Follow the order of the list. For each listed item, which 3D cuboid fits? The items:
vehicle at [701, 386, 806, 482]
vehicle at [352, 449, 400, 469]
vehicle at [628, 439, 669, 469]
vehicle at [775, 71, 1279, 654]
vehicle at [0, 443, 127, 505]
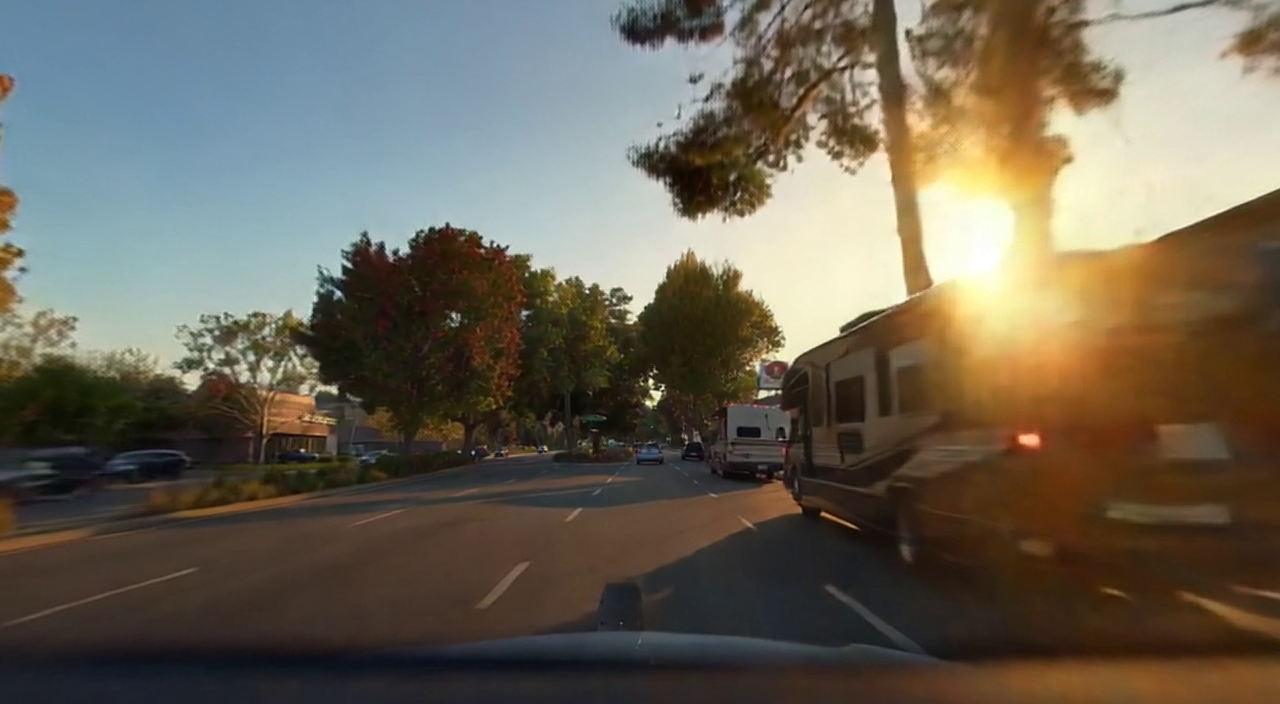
[{"bbox_3d":[4.283,3.451,25.784,2.924,3.250,7.780,-1,-9,1],"label":"vehicle"},{"bbox_3d":[-20.350,8.222,48.820,1.796,1.445,4.236,0,-9,1],"label":"vehicle"},{"bbox_3d":[0.448,5.613,35.007,2.103,1.506,4.742,0,-9,0],"label":"vehicle"},{"bbox_3d":[4.112,0.566,8.377,2.896,3.921,8.415,0,-9,1],"label":"vehicle"},{"bbox_3d":[-17.484,3.393,17.901,2.067,1.578,4.457,0,-9,1],"label":"vehicle"}]
